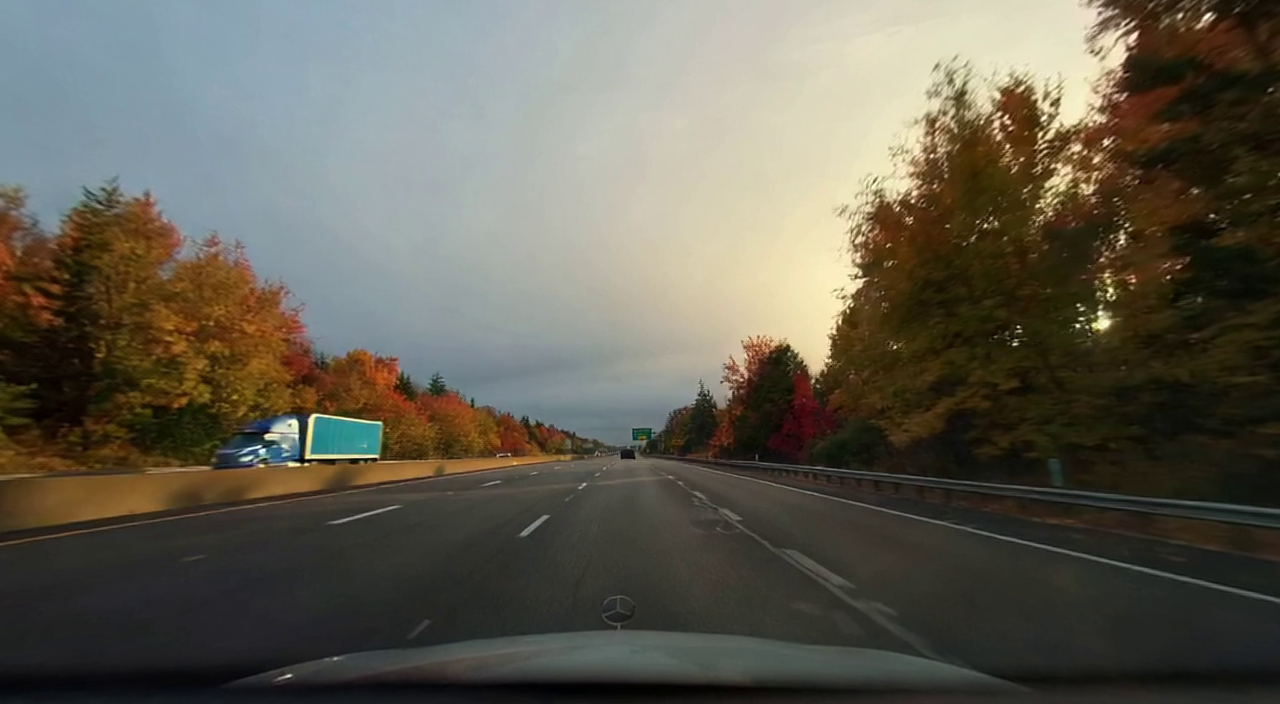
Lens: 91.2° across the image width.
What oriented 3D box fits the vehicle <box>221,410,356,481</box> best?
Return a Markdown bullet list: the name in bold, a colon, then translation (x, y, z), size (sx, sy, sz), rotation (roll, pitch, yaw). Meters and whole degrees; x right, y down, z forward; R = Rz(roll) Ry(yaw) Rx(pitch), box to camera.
- **vehicle**: translation (-20.513, 5.579, 37.443), size (2.992, 3.684, 8.774), rotation (0, -9, 0)
